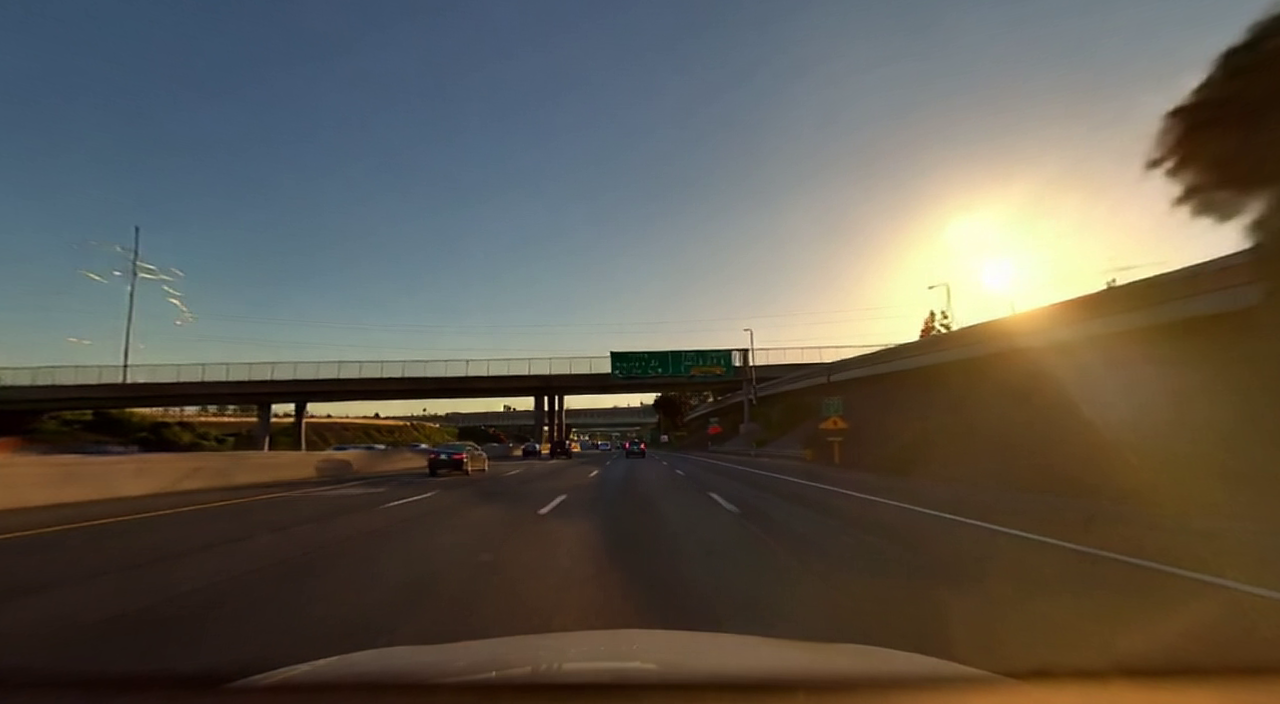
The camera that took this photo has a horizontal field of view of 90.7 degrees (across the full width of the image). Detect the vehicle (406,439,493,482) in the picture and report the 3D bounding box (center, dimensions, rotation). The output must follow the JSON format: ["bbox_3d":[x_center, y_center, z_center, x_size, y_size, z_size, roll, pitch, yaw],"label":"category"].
[{"bbox_3d":[-7.347,4.213,24.939,1.994,1.487,4.605,0,-8,0],"label":"vehicle"}]

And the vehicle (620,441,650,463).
[{"bbox_3d":[-0.391,7.358,46.679,2.086,1.472,4.168,0,-8,-1],"label":"vehicle"}]

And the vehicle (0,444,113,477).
[{"bbox_3d":[-32.481,5.985,35.385,2.015,1.697,4.576,0,-8,0],"label":"vehicle"}]
